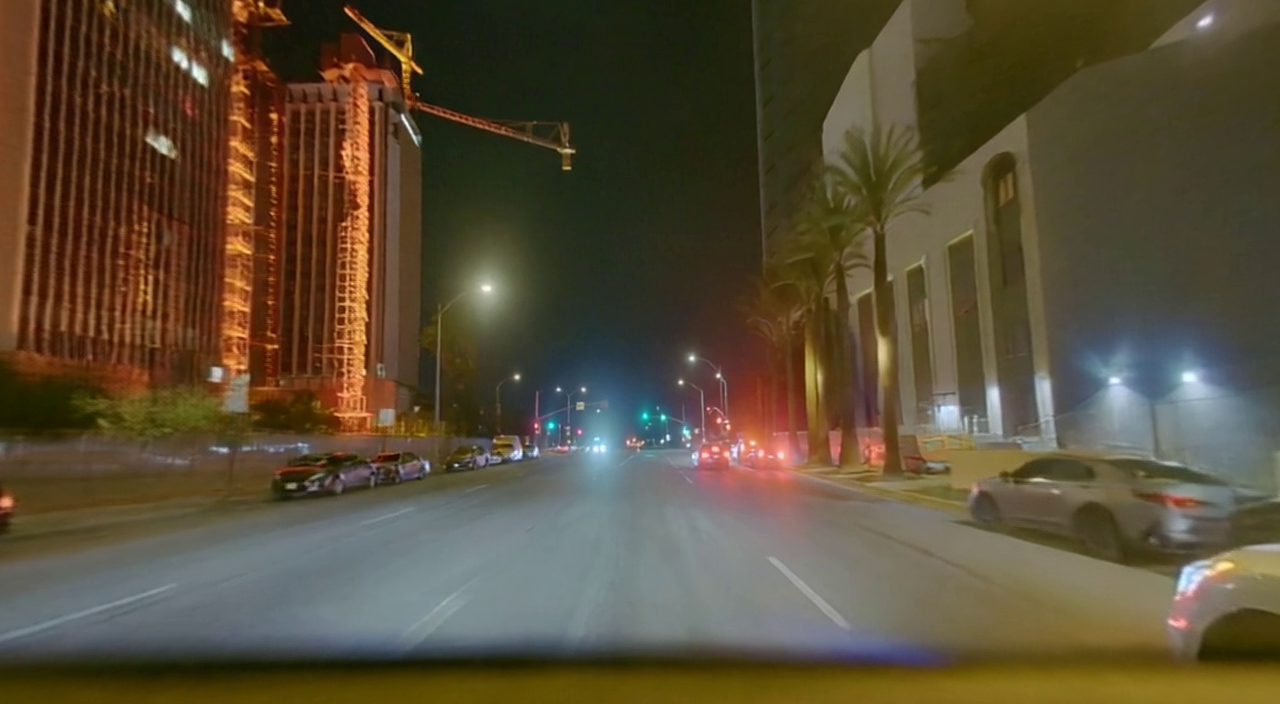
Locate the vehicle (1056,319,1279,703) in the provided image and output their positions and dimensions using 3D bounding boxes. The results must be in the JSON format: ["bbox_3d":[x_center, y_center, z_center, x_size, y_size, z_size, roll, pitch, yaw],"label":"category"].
[{"bbox_3d":[3.099,0.571,0.943,1.953,1.687,4.344,0,-8,0],"label":"vehicle"}]

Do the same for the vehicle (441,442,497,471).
[{"bbox_3d":[-9.561,5.877,35.786,1.804,1.478,4.734,0,-8,1],"label":"vehicle"}]

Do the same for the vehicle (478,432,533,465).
[{"bbox_3d":[-9.485,6.970,45.155,2.294,1.948,6.025,-7,-10,1],"label":"vehicle"}]

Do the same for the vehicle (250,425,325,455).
[{"bbox_3d":[-19.733,4.960,35.347,3.575,1.571,1.912,-5,-9,27],"label":"vehicle"}]

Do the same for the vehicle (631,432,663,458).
[{"bbox_3d":[0.540,6.851,46.509,2.264,1.798,4.258,-1,-8,1],"label":"vehicle"}]

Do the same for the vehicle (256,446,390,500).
[{"bbox_3d":[-9.581,3.653,19.538,1.826,1.445,4.325,0,-8,1],"label":"vehicle"}]

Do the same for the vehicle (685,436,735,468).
[{"bbox_3d":[3.469,5.052,32.080,1.999,1.487,3.939,0,-8,-1],"label":"vehicle"}]

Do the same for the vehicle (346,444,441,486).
[{"bbox_3d":[-9.388,4.320,24.545,1.821,1.448,4.591,0,-8,0],"label":"vehicle"}]

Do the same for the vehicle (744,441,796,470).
[{"bbox_3d":[6.821,5.446,33.520,1.819,1.435,4.337,0,-8,0],"label":"vehicle"}]
